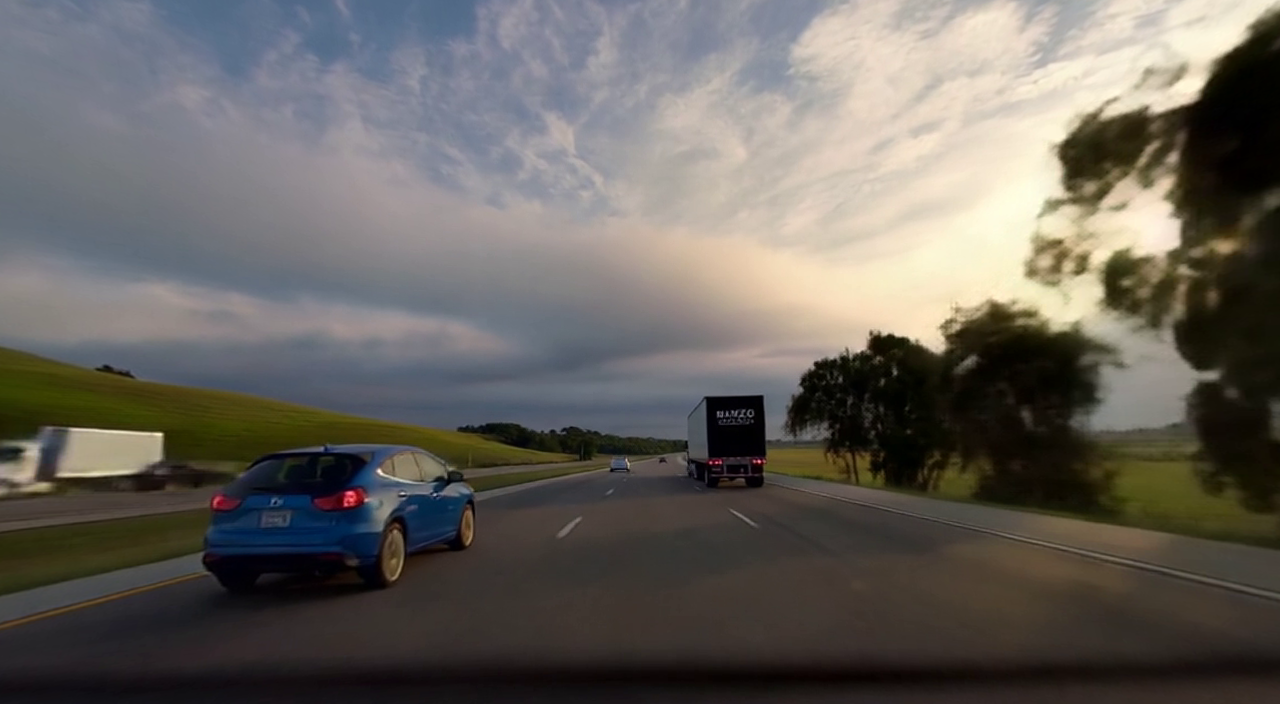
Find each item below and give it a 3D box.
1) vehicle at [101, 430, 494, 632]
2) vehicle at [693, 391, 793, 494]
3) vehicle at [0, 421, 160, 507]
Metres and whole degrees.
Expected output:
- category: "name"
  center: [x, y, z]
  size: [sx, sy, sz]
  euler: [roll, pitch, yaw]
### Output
- category: "vehicle"
  center: [-3.155, 1.728, 7.093]
  size: [1.945, 1.537, 4.294]
  euler: [0, -9, 1]
- category: "vehicle"
  center: [4.592, 4.639, 31.701]
  size: [2.832, 4.034, 13.924]
  euler: [0, -9, 1]
- category: "vehicle"
  center: [-22.193, 4.383, 24.322]
  size: [2.480, 2.774, 6.349]
  euler: [-4, -10, -1]
